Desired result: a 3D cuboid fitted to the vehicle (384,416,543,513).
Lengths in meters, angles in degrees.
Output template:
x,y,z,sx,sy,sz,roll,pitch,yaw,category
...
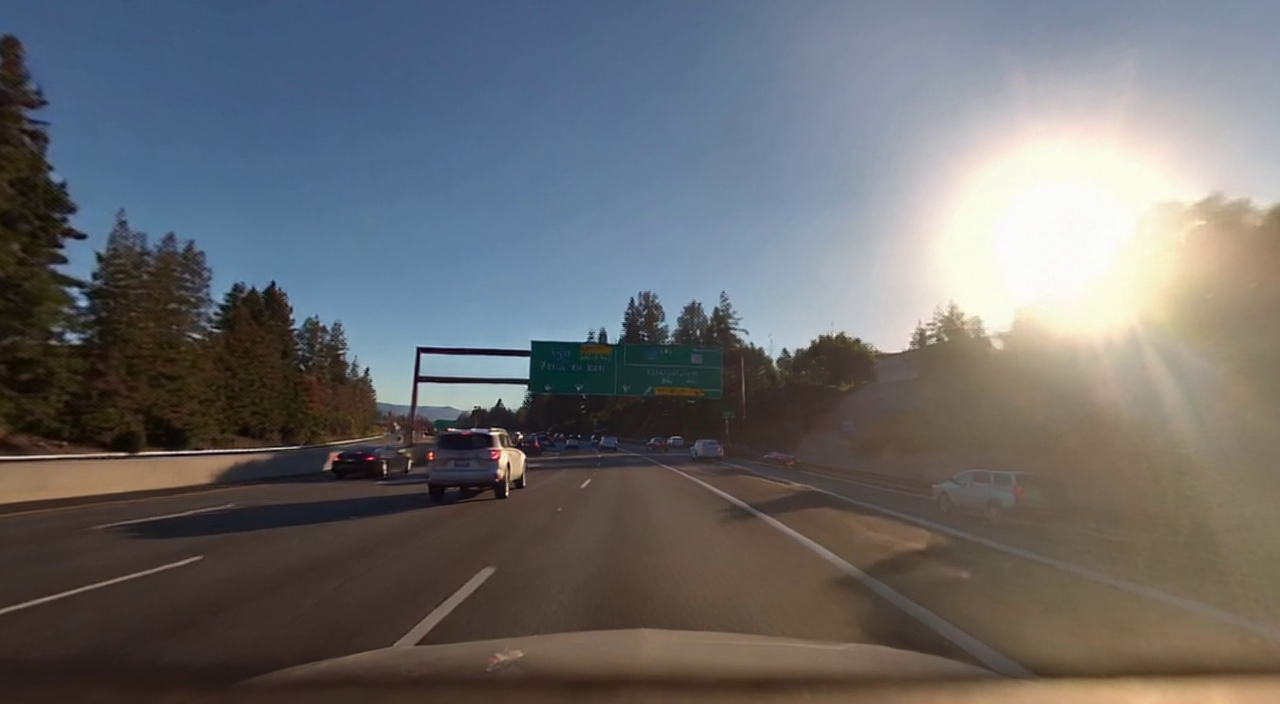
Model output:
x,y,z,sx,sy,sz,roll,pitch,yaw,category
-3.681,2.475,14.245,2.142,1.789,5.009,0,-8,0,vehicle
